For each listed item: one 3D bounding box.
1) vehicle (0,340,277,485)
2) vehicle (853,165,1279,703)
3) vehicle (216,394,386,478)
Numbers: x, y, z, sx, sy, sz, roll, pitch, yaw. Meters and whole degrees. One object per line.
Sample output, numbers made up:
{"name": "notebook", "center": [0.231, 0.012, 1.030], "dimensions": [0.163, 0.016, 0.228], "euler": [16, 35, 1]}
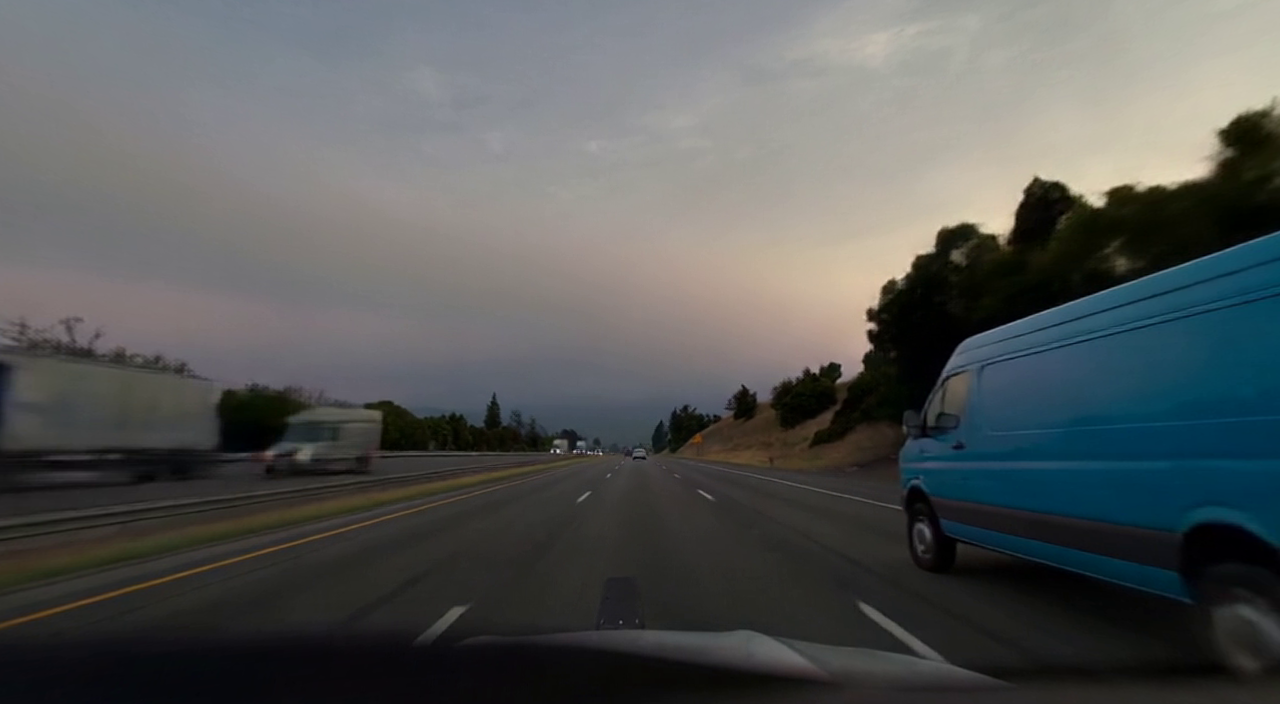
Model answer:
{"name": "vehicle", "center": [-19.595, 2.693, 24.105], "dimensions": [2.911, 4.029, 14.611], "euler": [0, -9, -1]}
{"name": "vehicle", "center": [4.020, 0.740, 4.527], "dimensions": [2.552, 2.524, 6.630], "euler": [0, -9, -1]}
{"name": "vehicle", "center": [-13.129, 3.439, 25.383], "dimensions": [2.779, 2.856, 7.264], "euler": [0, -9, 0]}
